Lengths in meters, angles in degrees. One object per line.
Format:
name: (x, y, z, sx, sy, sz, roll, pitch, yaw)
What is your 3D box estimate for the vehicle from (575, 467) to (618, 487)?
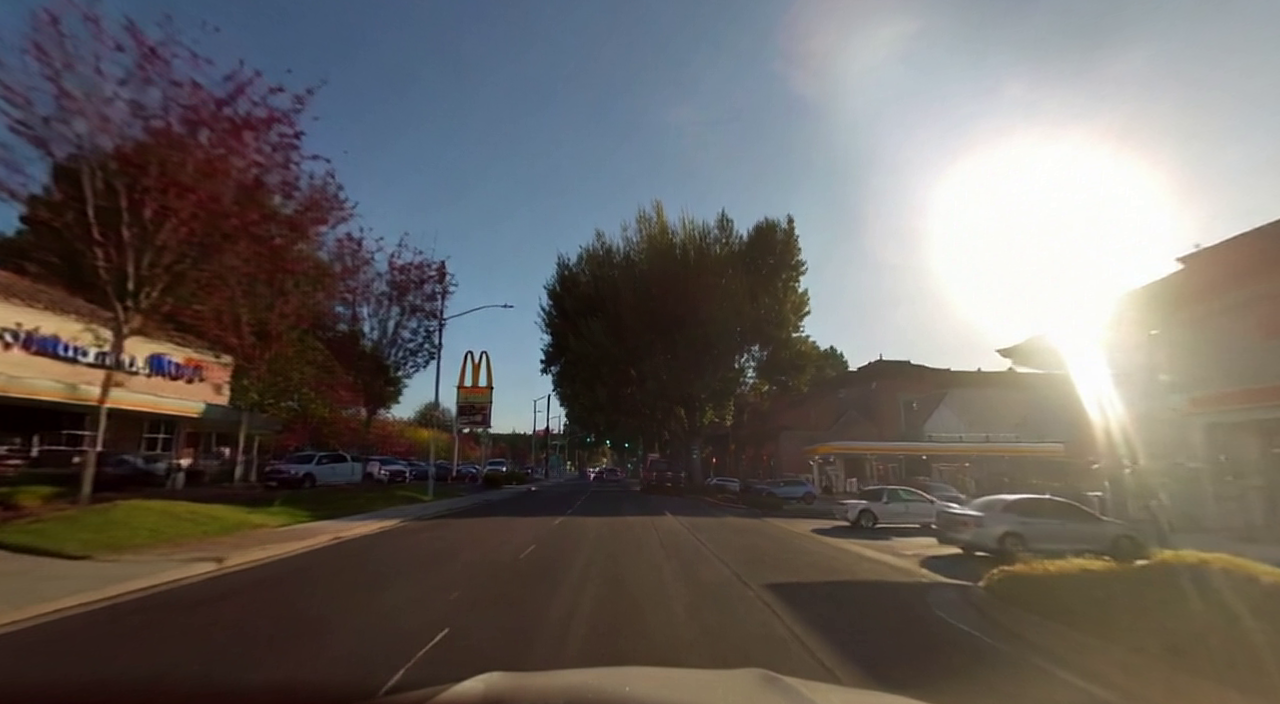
vehicle: (-3.289, 9.573, 48.399, 1.993, 1.454, 3.810, -3, -11, 18)

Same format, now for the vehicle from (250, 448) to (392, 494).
vehicle: (-12.670, 4.767, 25.246, 4.575, 1.641, 2.006, 11, -15, -43)

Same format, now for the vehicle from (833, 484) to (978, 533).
vehicle: (9.104, 5.396, 21.862, 4.169, 1.474, 1.850, 1, -10, -2)

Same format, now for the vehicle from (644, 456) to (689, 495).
vehicle: (1.465, 7.280, 37.351, 2.153, 2.074, 5.188, 1, -10, -3)

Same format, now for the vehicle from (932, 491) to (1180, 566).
vehicle: (9.360, 3.997, 14.455, 4.316, 1.462, 1.921, 1, -10, -3)

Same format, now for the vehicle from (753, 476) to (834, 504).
vehicle: (8.784, 7.909, 36.204, 4.123, 1.446, 1.807, 1, -11, -3)
